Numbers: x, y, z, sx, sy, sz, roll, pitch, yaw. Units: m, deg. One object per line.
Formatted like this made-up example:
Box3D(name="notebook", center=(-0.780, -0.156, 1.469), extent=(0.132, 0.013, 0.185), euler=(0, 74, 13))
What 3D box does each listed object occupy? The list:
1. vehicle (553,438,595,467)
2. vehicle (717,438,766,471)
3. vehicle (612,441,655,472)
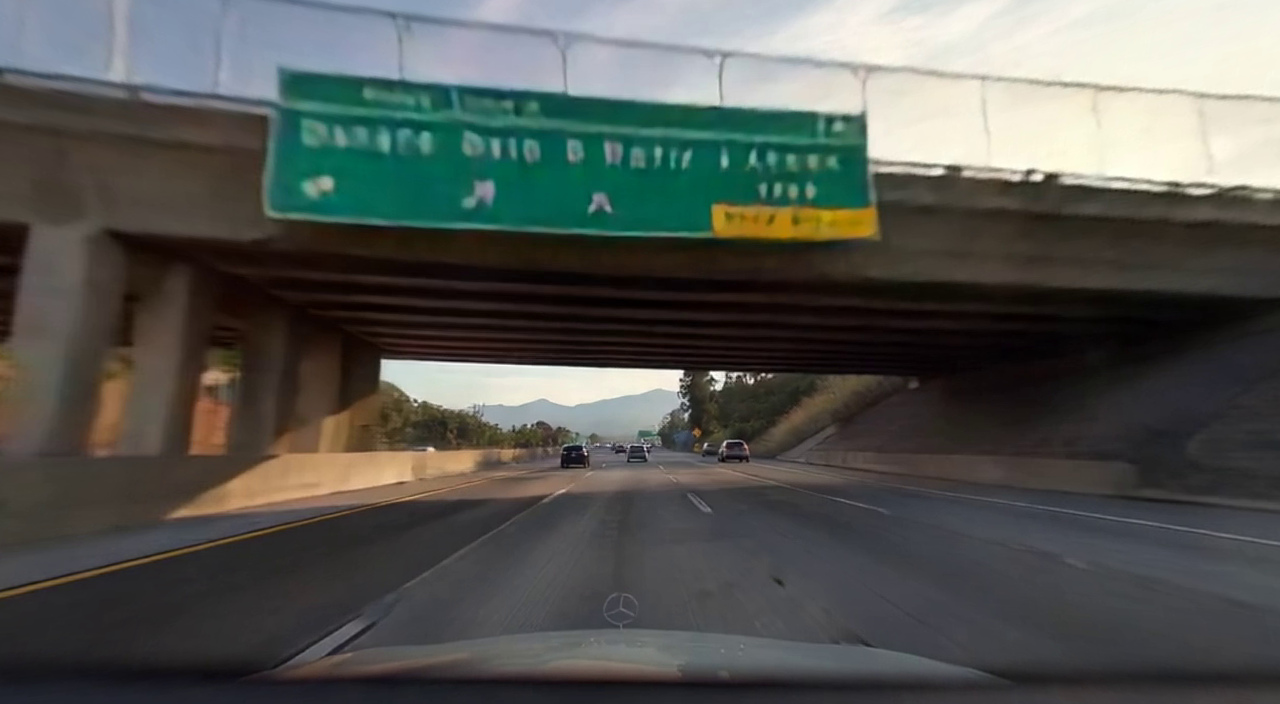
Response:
Box3D(name="vehicle", center=(-4.163, 6.401, 40.453), extent=(2.113, 1.756, 4.471), euler=(0, -9, 1))
Box3D(name="vehicle", center=(5.371, 5.467, 33.903), extent=(1.936, 1.625, 3.991), euler=(0, -8, 0))
Box3D(name="vehicle", center=(-0.310, 5.331, 32.436), extent=(2.075, 1.486, 4.007), euler=(0, -8, 0))
